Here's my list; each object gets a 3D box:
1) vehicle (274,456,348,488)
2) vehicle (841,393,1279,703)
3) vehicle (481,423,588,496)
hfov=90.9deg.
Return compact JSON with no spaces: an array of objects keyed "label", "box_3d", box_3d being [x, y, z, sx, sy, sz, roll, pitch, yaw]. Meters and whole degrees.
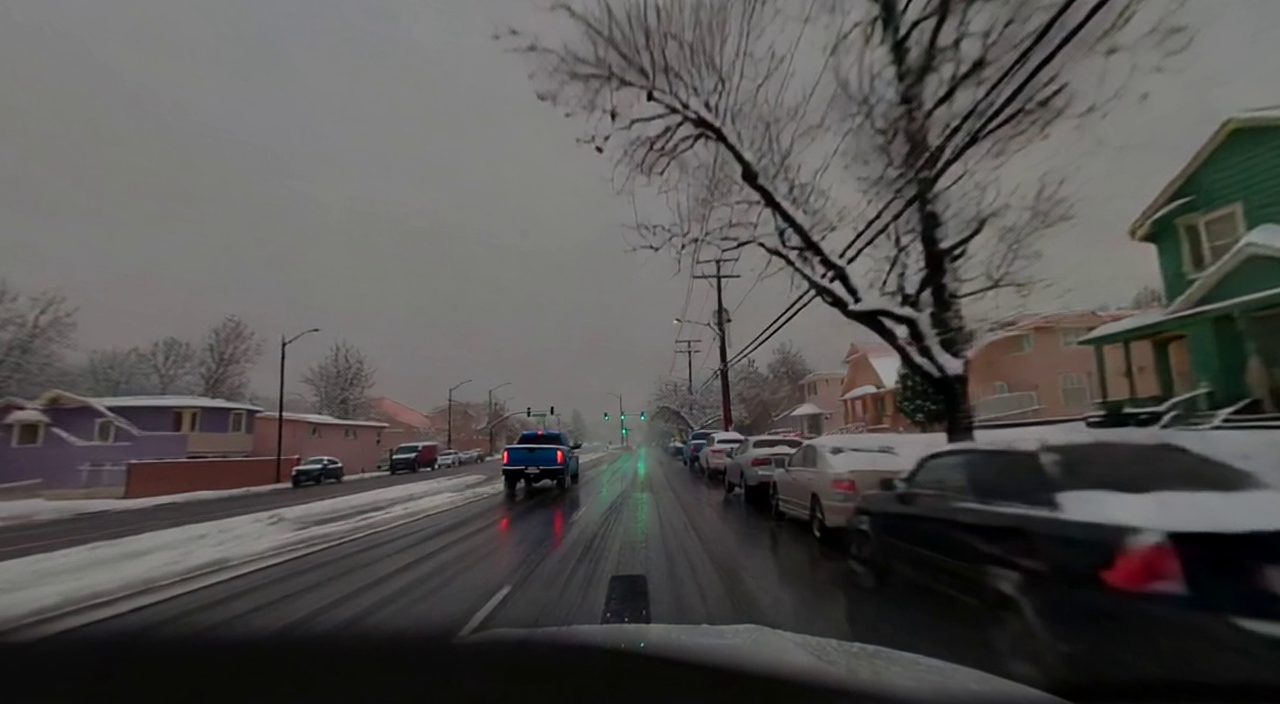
[{"label":"vehicle","box_3d":[-18.652,6.788,35.929,1.908,1.614,4.092,-1,-9,1]},{"label":"vehicle","box_3d":[3.089,1.217,4.340,1.951,1.475,4.827,-1,-9,2]},{"label":"vehicle","box_3d":[-2.988,3.222,19.219,2.242,1.890,5.306,-1,-9,1]}]
